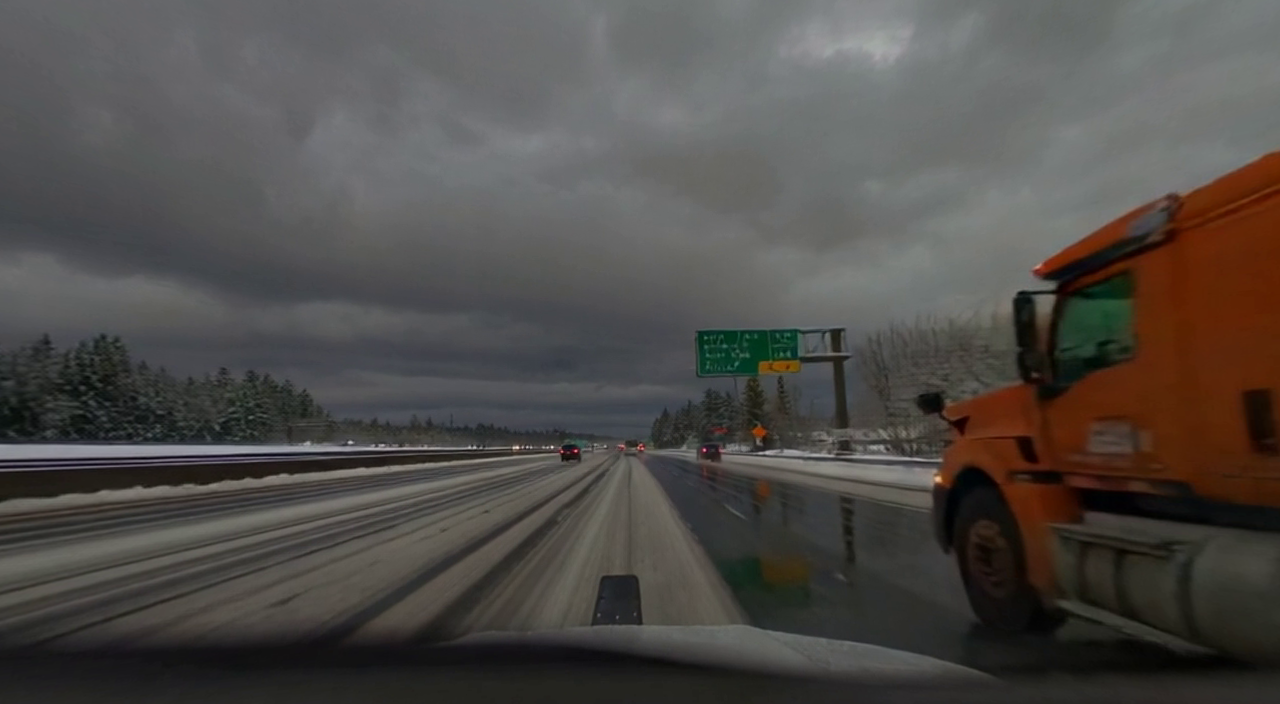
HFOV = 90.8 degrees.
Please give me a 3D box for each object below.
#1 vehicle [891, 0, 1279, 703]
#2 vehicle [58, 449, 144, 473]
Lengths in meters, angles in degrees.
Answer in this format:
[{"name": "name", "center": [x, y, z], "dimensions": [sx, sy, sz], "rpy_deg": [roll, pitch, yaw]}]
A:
[{"name": "vehicle", "center": [3.990, -0.240, 0.774], "dimensions": [2.966, 3.586, 10.563], "rpy_deg": [0, -8, 0]}, {"name": "vehicle", "center": [-34.223, 6.914, 40.278], "dimensions": [1.762, 1.449, 4.199], "rpy_deg": [0, -9, -1]}]
